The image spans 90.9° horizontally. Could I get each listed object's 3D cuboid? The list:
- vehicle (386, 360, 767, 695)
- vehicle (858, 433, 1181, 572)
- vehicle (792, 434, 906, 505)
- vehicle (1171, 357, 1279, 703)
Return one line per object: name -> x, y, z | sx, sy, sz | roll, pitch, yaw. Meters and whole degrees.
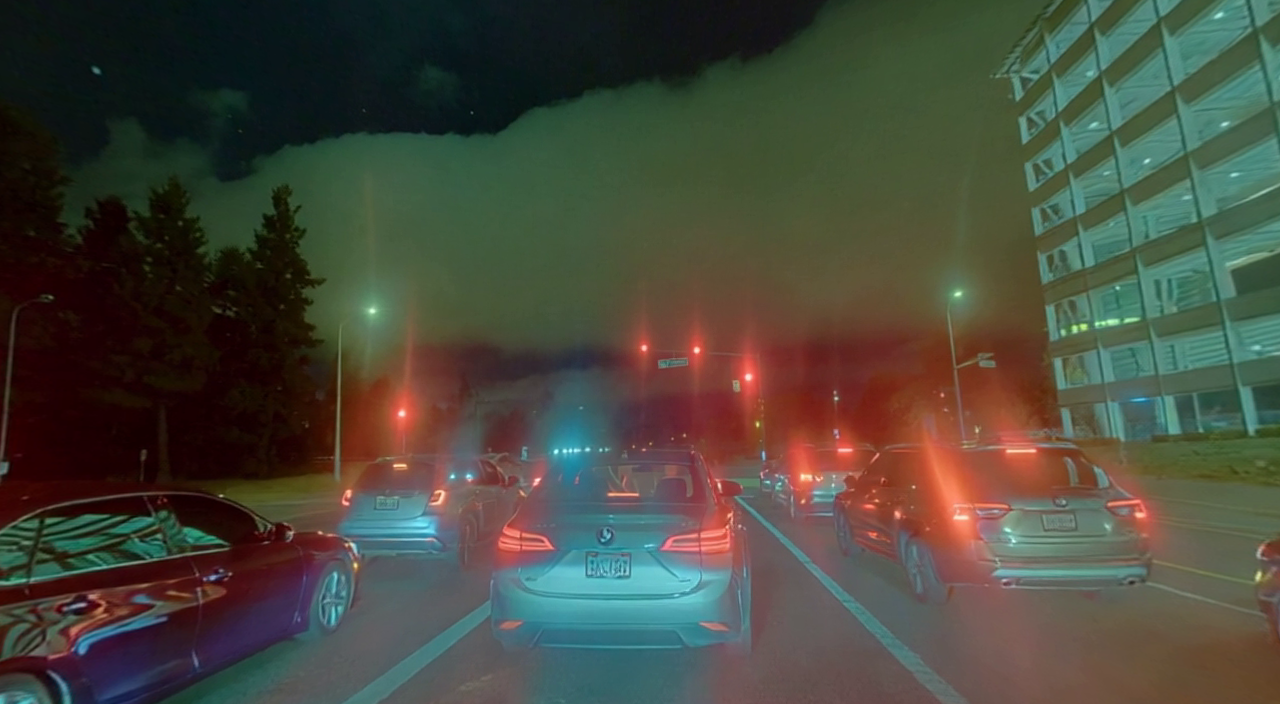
vehicle -> -0.209, 1.232, 5.555 | 2.021, 1.742, 4.295 | -1, -8, 4
vehicle -> 4.902, 1.968, 9.158 | 1.963, 1.480, 4.553 | 0, -8, 2
vehicle -> 5.336, 3.032, 16.714 | 1.994, 1.638, 4.100 | -1, -9, 6
vehicle -> 4.062, 0.601, 1.102 | 1.993, 1.719, 4.953 | 0, -8, 1
